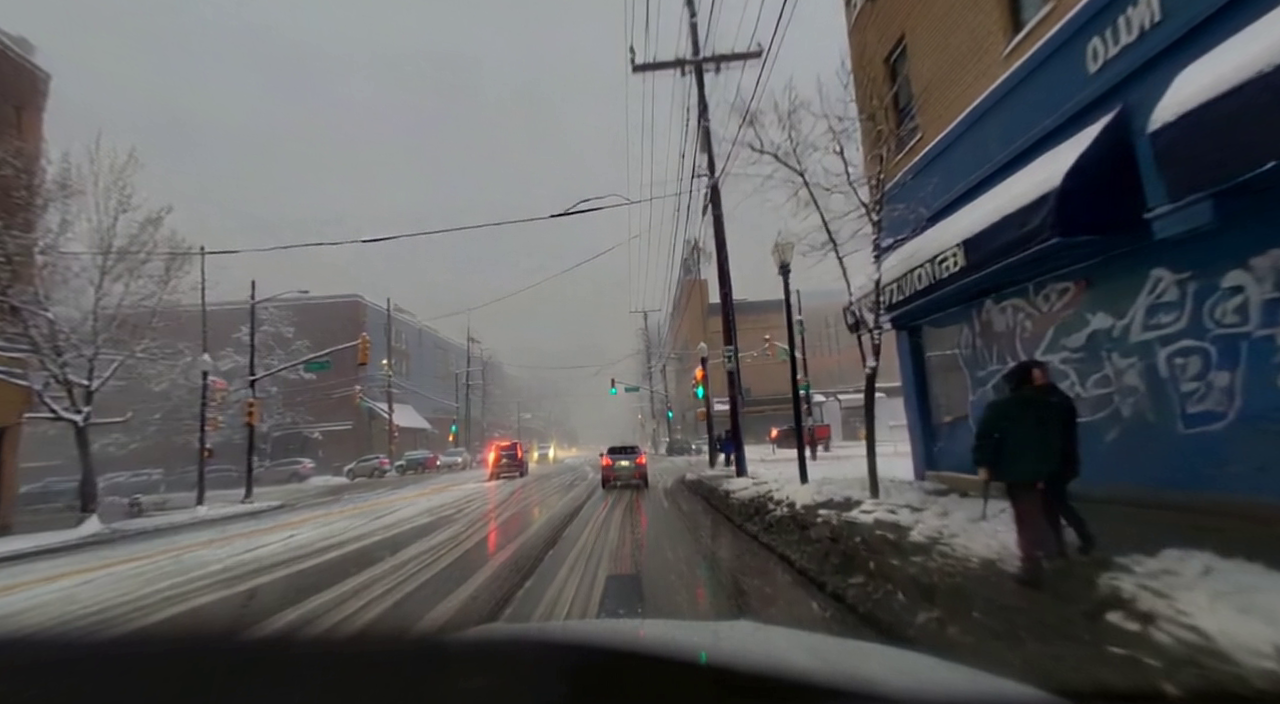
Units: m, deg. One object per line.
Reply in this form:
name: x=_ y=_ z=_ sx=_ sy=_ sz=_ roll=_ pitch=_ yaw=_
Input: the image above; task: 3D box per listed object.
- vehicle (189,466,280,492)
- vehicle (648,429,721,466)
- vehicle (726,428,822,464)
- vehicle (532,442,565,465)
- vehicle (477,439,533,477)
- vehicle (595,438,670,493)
vehicle: x=-26.086 y=8.185 z=40.711 sx=4.479 sy=1.484 sz=2.036 roll=-1 pitch=-9 yaw=2
vehicle: x=2.550 y=5.296 z=35.283 sx=2.161 sy=1.749 sz=4.478 roll=-7 pitch=-8 yaw=31
vehicle: x=7.318 y=5.136 z=34.792 sx=4.714 sy=1.686 sz=1.973 roll=-1 pitch=-6 yaw=-8
vehicle: x=-6.329 y=7.037 z=44.007 sx=2.097 sy=1.457 sz=4.439 roll=0 pitch=-9 yaw=-7
vehicle: x=-6.722 y=5.323 z=31.920 sx=2.063 sy=1.751 sz=4.229 roll=0 pitch=-9 yaw=-2
vehicle: x=-0.263 y=3.463 z=19.652 sx=2.059 sy=1.497 sz=4.260 roll=0 pitch=-9 yaw=-1
